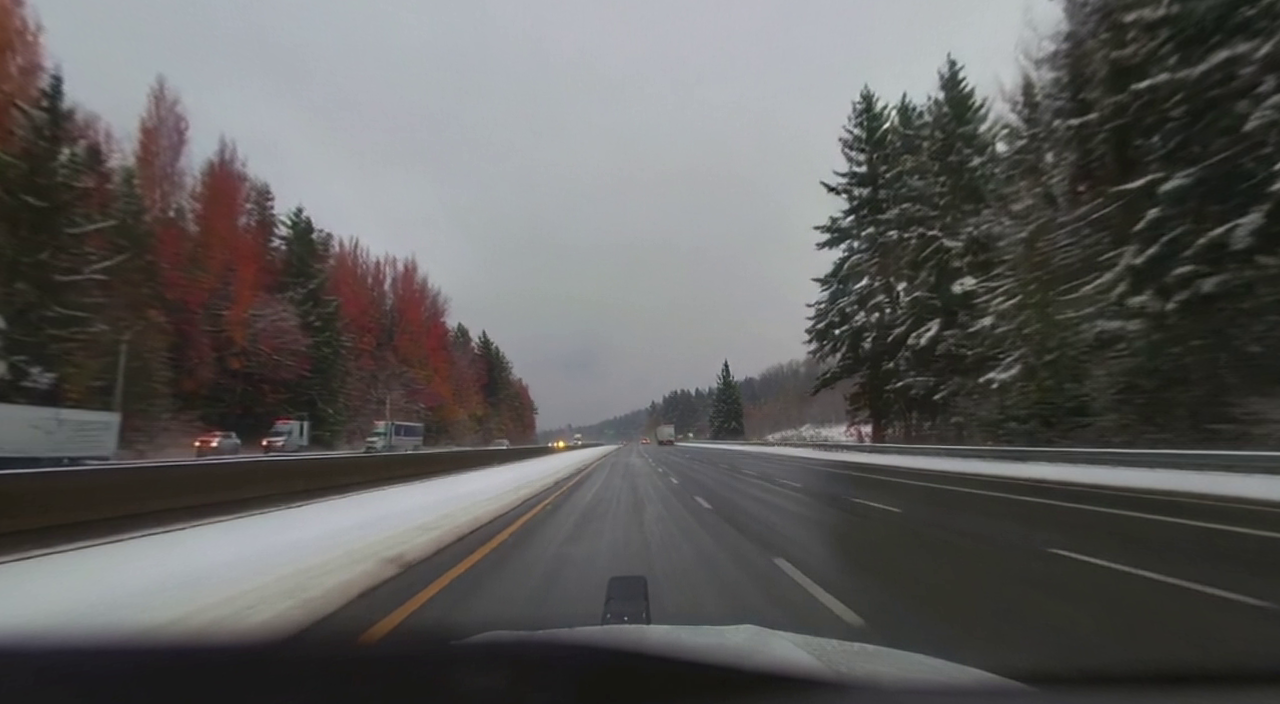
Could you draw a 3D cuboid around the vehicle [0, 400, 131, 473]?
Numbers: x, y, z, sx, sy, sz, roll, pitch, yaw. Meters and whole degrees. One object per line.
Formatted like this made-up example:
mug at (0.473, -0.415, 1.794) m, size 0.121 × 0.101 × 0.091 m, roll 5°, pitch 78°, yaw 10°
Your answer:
vehicle at (-32.502, 4.665, 33.846) m, size 3.022 × 3.420 × 8.632 m, roll -3°, pitch -9°, yaw -1°
